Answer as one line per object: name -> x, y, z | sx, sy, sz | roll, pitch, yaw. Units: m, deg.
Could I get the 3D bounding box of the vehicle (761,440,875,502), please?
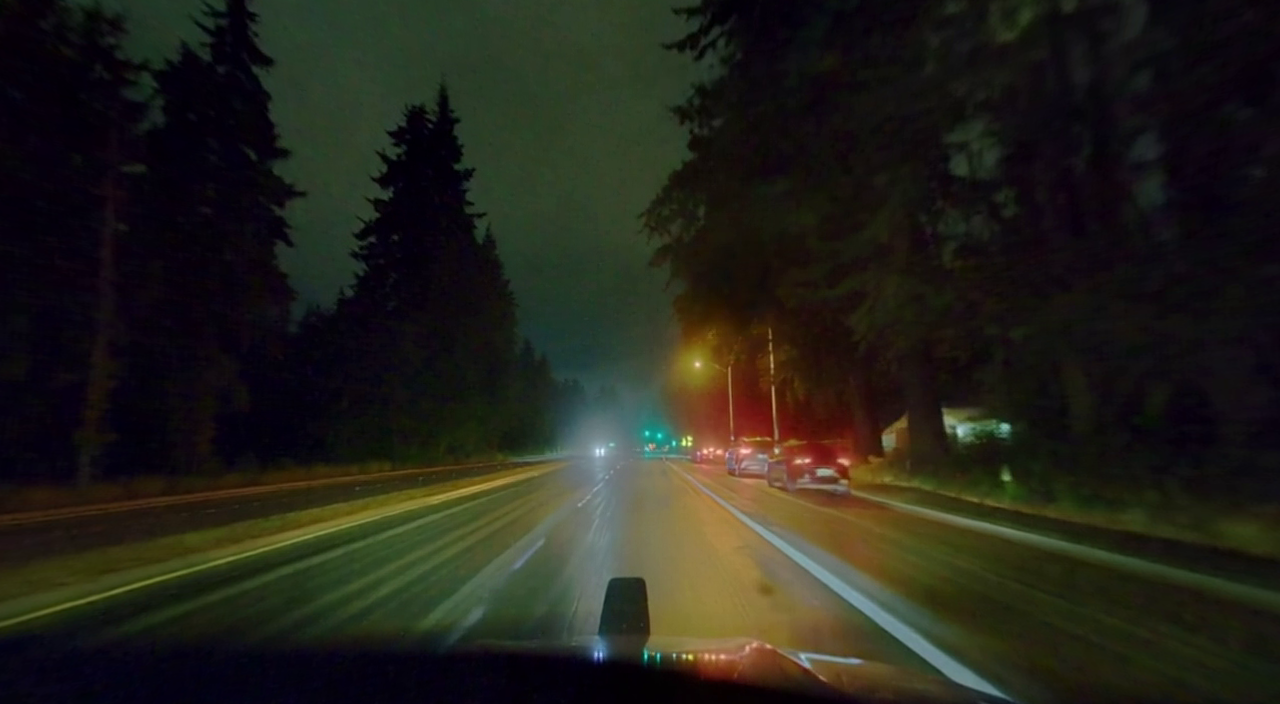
vehicle -> 4.870, 3.296, 18.012 | 1.920, 1.514, 4.746 | 0, -8, 1

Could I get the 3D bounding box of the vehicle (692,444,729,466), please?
vehicle -> 5.079, 7.484, 45.869 | 2.184, 1.496, 4.615 | 0, -8, 1

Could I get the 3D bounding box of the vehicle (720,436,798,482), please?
vehicle -> 4.852, 4.434, 26.482 | 2.205, 1.728, 4.855 | 0, -8, -1
